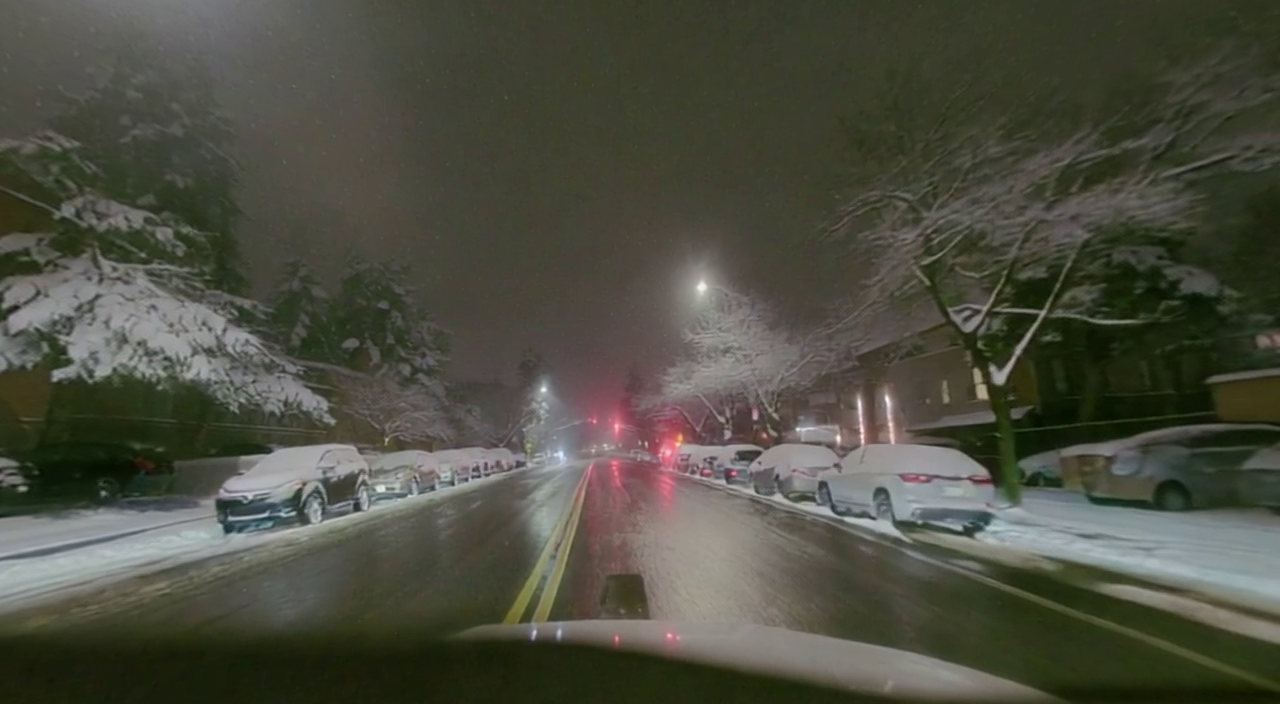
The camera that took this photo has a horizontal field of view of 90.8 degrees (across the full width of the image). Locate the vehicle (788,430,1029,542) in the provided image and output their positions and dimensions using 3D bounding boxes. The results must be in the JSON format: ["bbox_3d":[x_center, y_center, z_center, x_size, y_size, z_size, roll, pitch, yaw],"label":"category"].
[{"bbox_3d":[4.207,2.178,10.935,1.861,1.490,4.619,1,-9,-4],"label":"vehicle"}]

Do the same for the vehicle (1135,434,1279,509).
[{"bbox_3d":[12.767,2.368,12.752,4.028,1.380,1.826,0,-9,-3],"label":"vehicle"}]

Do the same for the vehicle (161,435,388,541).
[{"bbox_3d":[-7.435,2.815,13.716,2.033,1.759,5.372,-1,-9,-4],"label":"vehicle"}]

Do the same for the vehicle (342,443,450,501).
[{"bbox_3d":[-7.815,3.882,20.807,1.947,1.665,4.716,1,-9,-4],"label":"vehicle"}]
